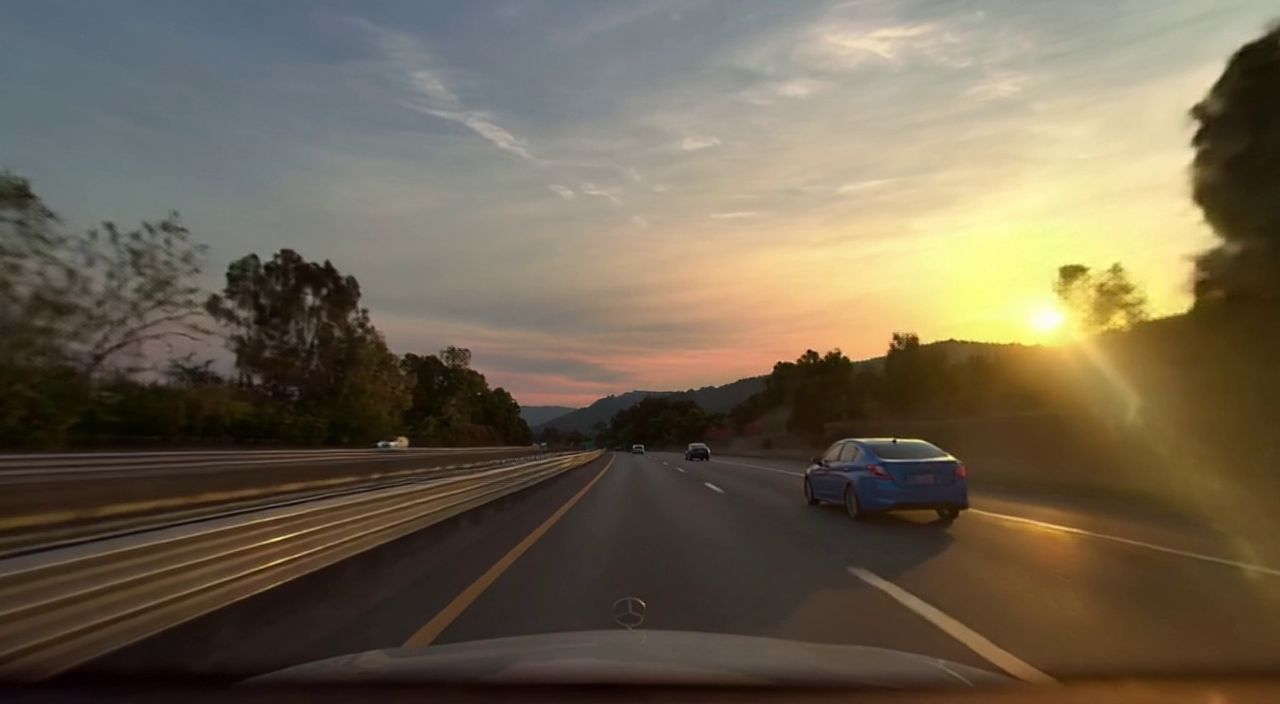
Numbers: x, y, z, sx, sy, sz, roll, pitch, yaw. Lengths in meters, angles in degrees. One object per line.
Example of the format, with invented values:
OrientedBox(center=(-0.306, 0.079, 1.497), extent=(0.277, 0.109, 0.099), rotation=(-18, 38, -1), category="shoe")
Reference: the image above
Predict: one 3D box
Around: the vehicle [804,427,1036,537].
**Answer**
OrientedBox(center=(4.514, 2.140, 11.031), extent=(2.072, 1.528, 4.176), rotation=(0, -8, -1), category="vehicle")

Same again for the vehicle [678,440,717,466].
OrientedBox(center=(3.582, 6.326, 39.678), extent=(1.945, 1.538, 3.729), rotation=(0, -8, -2), category="vehicle")
